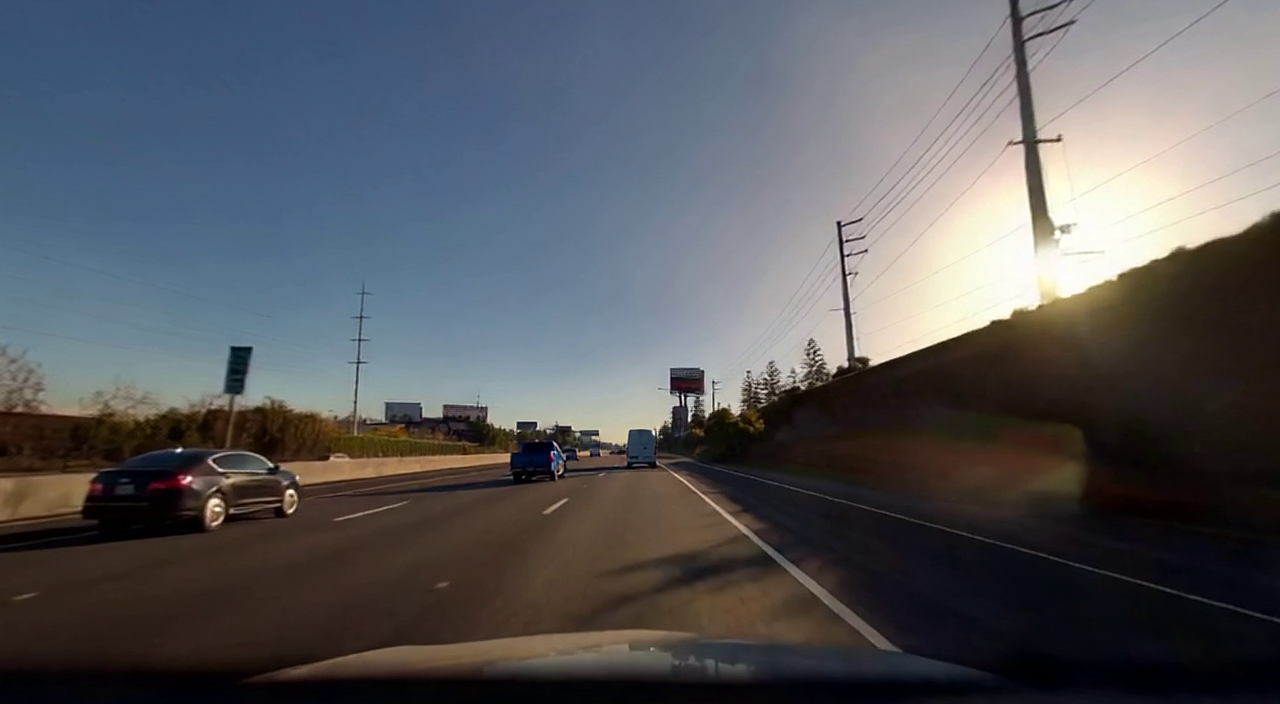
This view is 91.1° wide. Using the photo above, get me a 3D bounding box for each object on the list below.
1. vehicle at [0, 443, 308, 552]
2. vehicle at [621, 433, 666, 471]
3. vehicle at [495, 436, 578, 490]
[{"bbox_3d":[-8.040,2.349,10.967,1.941,1.475,4.597,0,-8,1],"label":"vehicle"},{"bbox_3d":[0.212,6.487,40.833,2.692,2.279,5.695,0,-8,0],"label":"vehicle"},{"bbox_3d":[-3.656,4.018,23.108,2.145,1.730,4.729,-1,-8,2],"label":"vehicle"}]
